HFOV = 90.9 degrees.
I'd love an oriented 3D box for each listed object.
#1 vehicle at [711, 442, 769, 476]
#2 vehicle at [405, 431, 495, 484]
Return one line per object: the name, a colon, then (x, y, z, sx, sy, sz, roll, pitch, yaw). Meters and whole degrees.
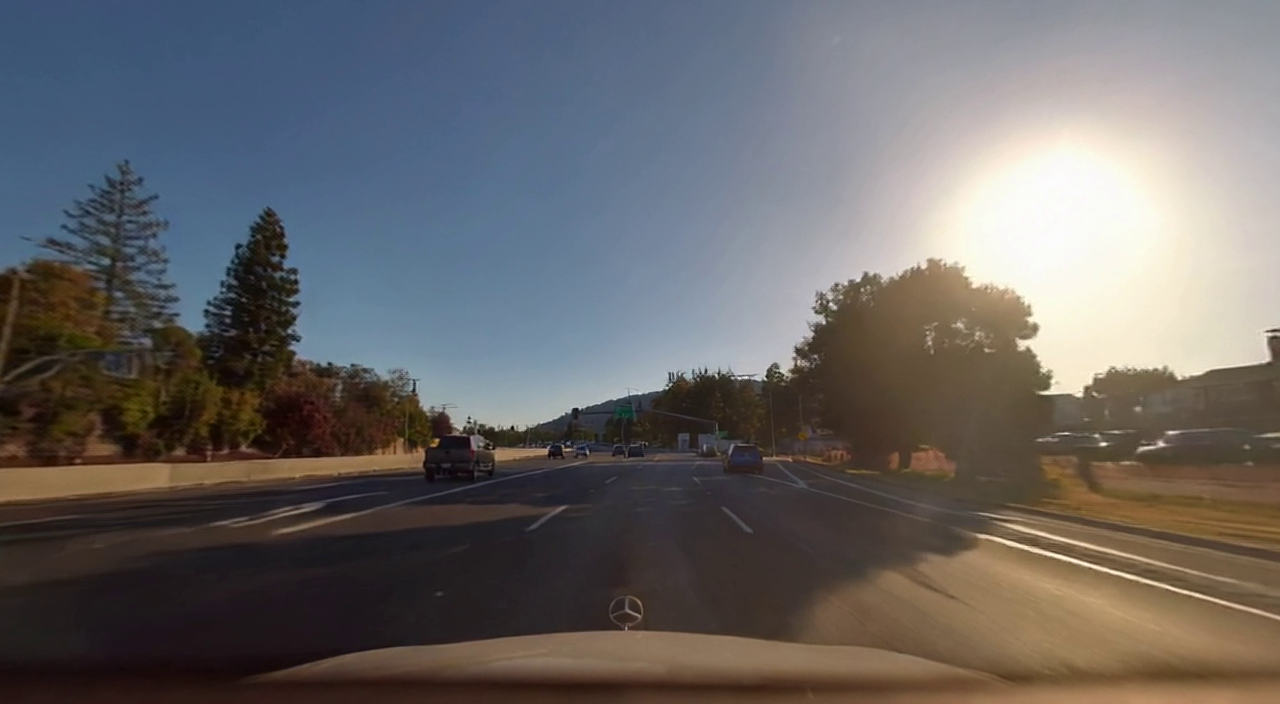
vehicle: (4.577, 4.954, 29.504, 2.100, 1.472, 4.533, 0, -8, 2)
vehicle: (-7.343, 4.131, 24.976, 2.122, 1.847, 4.696, 0, -8, -1)
